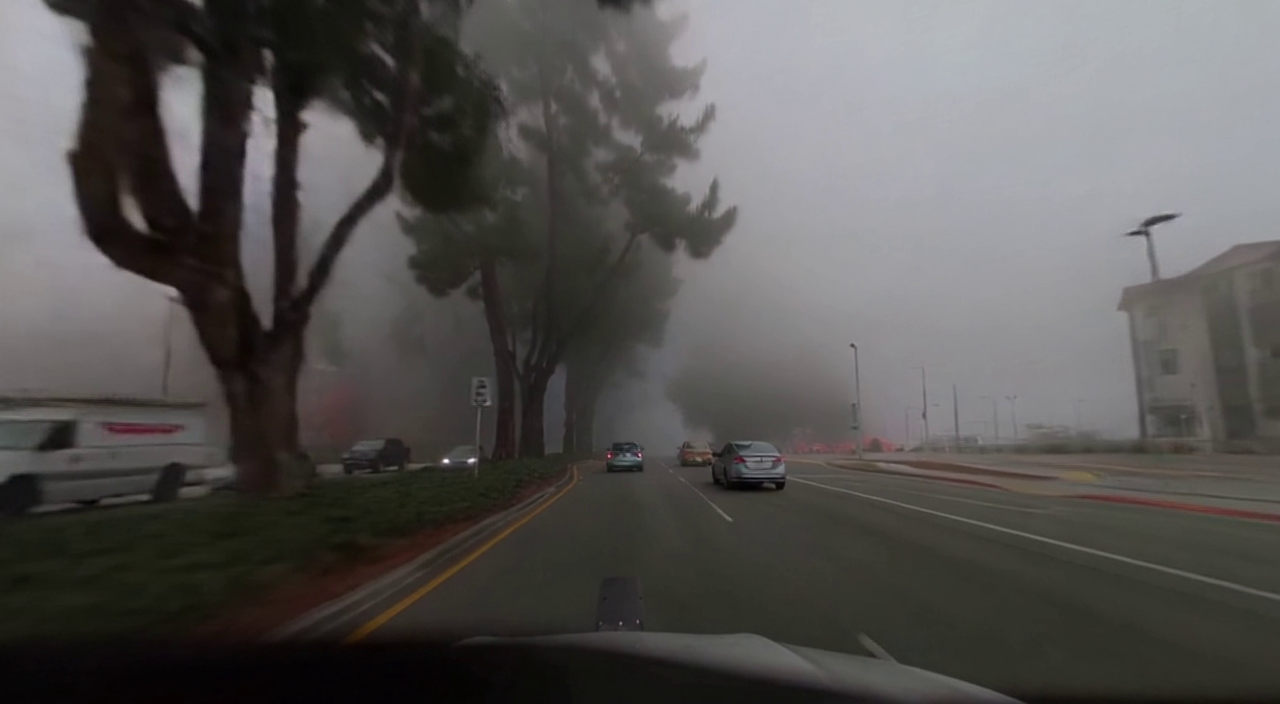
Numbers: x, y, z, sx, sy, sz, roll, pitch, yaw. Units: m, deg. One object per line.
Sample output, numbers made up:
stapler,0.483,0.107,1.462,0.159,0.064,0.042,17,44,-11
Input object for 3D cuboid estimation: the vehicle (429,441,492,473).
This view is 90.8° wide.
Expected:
vehicle,-8.981,5.272,31.964,1.849,1.506,4.060,0,-8,2

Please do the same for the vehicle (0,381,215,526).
vehicle,-12.410,2.164,13.695,2.263,2.542,5.913,-2,-8,0

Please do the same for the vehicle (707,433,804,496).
vehicle,3.024,3.032,17.345,1.852,1.498,3.825,0,-8,-1

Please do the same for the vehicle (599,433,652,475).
vehicle,-0.609,4.389,27.346,2.101,1.694,3.979,0,-8,-1

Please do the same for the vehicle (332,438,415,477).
vehicle,-12.580,4.975,30.188,2.002,1.686,4.477,-1,-8,0

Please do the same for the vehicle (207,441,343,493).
vehicle,-12.293,3.856,21.710,2.048,1.470,4.514,-2,-8,0
